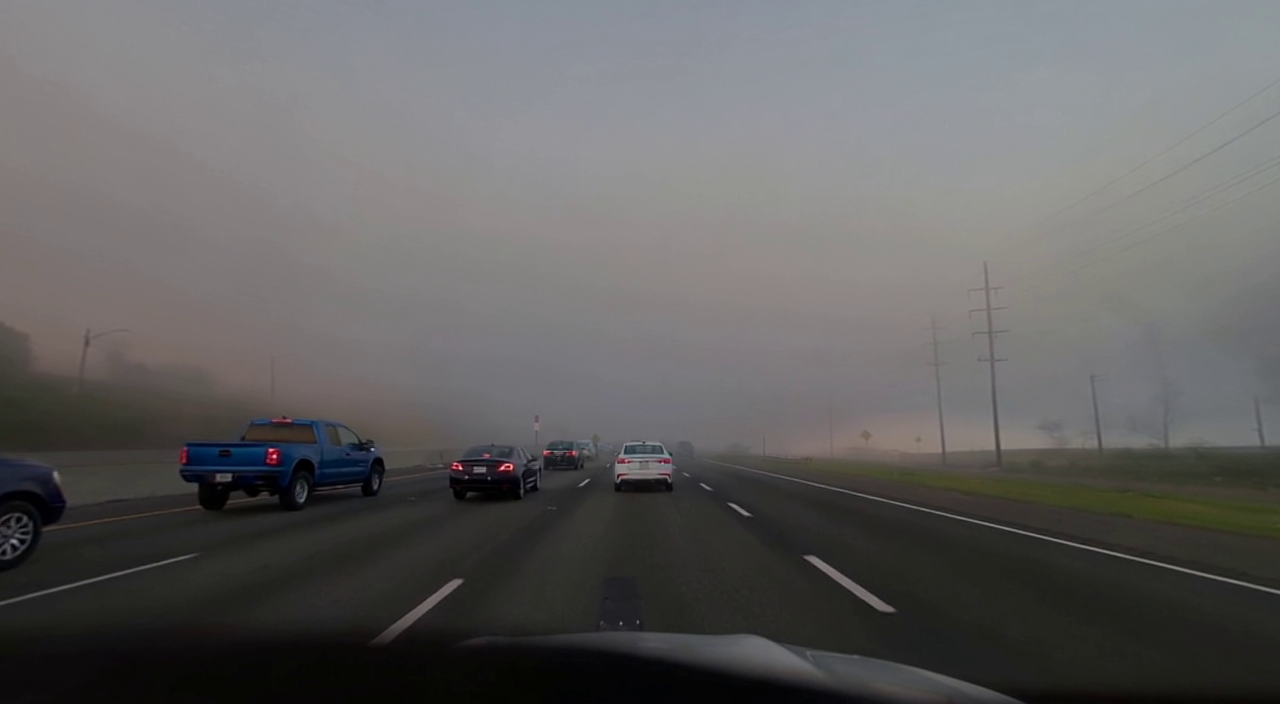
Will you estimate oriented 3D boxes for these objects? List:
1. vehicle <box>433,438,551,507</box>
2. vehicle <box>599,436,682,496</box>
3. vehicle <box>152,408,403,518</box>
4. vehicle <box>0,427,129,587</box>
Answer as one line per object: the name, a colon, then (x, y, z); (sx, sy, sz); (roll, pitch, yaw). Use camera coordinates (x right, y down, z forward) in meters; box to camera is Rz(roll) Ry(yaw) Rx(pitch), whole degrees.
vehicle: (-3.442, 2.869, 15.539); (1.899, 1.437, 4.131); (0, -8, 0)
vehicle: (-0.021, 3.214, 18.274); (2.102, 1.499, 4.439); (0, -8, -1)
vehicle: (-7.512, 2.388, 14.100); (2.194, 1.922, 5.637); (0, -8, 1)
vehicle: (-6.876, 1.297, 4.881); (1.900, 1.461, 4.706); (0, -8, 0)
